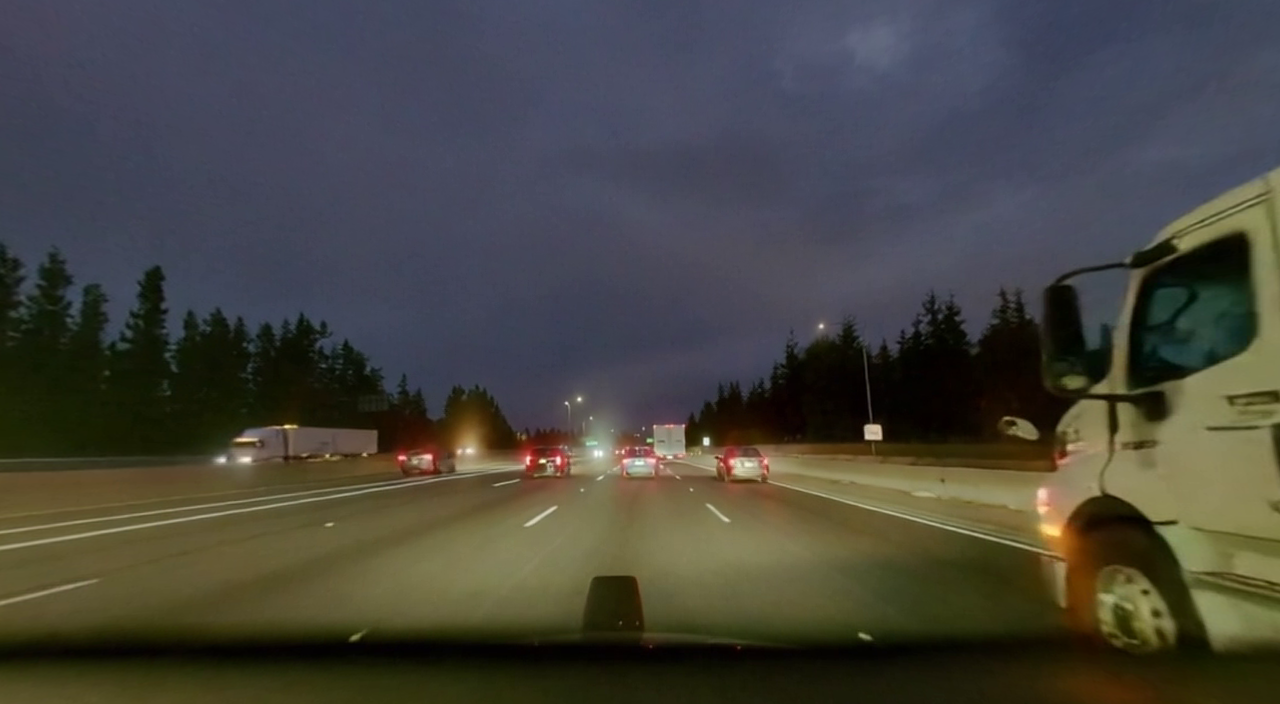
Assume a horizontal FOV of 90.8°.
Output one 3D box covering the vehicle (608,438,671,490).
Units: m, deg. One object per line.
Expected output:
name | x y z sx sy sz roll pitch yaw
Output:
vehicle | -0.001 4.103 23.403 2.103 1.717 4.399 0 -9 0

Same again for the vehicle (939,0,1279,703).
vehicle | 3.766 -0.325 0.177 2.836 3.508 8.723 0 -9 -1

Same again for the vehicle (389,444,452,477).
vehicle | -12.718 6.288 36.841 1.946 1.773 4.446 0 -9 2

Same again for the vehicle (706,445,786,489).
vehicle | 3.886 4.309 24.081 2.146 1.482 4.665 0 -9 -1

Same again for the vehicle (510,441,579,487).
vehicle | -3.765 4.520 25.838 1.988 1.696 4.754 0 -9 1
